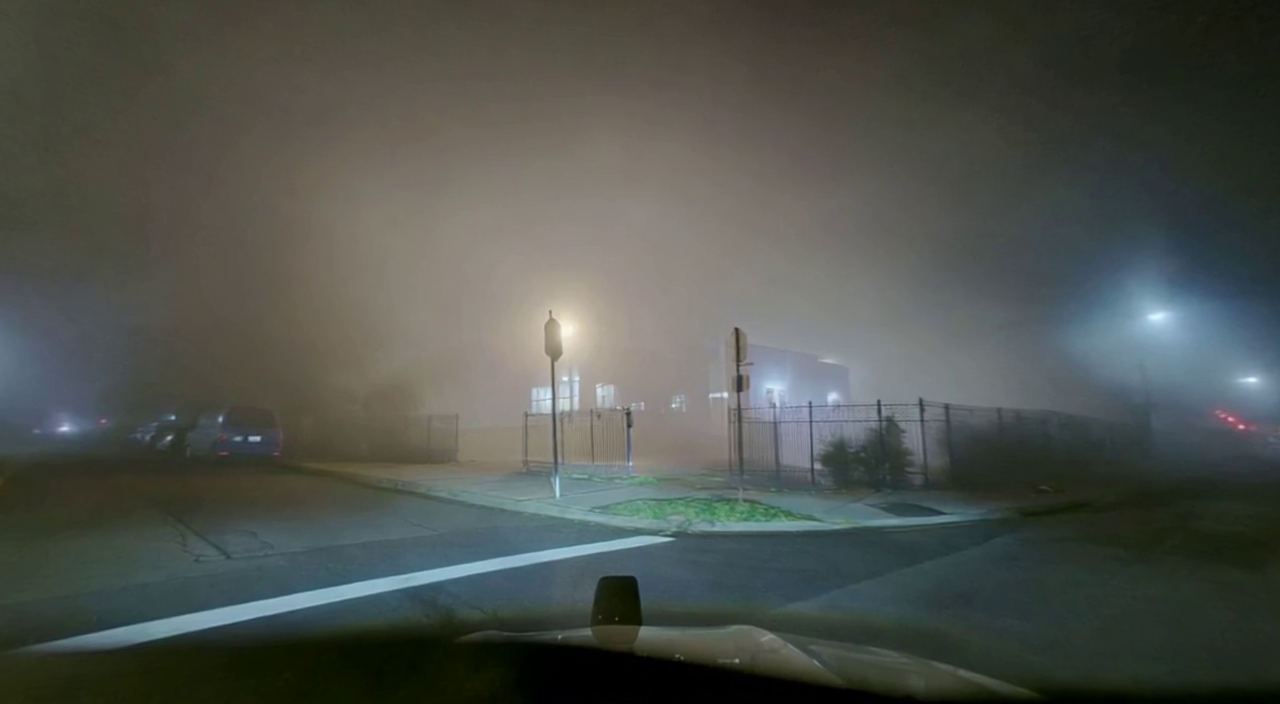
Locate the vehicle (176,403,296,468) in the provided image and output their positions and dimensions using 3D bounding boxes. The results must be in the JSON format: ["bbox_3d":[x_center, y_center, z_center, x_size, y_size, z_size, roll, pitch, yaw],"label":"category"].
[{"bbox_3d":[-14.607,3.051,22.679,2.327,2.021,5.850,8,-12,-44],"label":"vehicle"}]
